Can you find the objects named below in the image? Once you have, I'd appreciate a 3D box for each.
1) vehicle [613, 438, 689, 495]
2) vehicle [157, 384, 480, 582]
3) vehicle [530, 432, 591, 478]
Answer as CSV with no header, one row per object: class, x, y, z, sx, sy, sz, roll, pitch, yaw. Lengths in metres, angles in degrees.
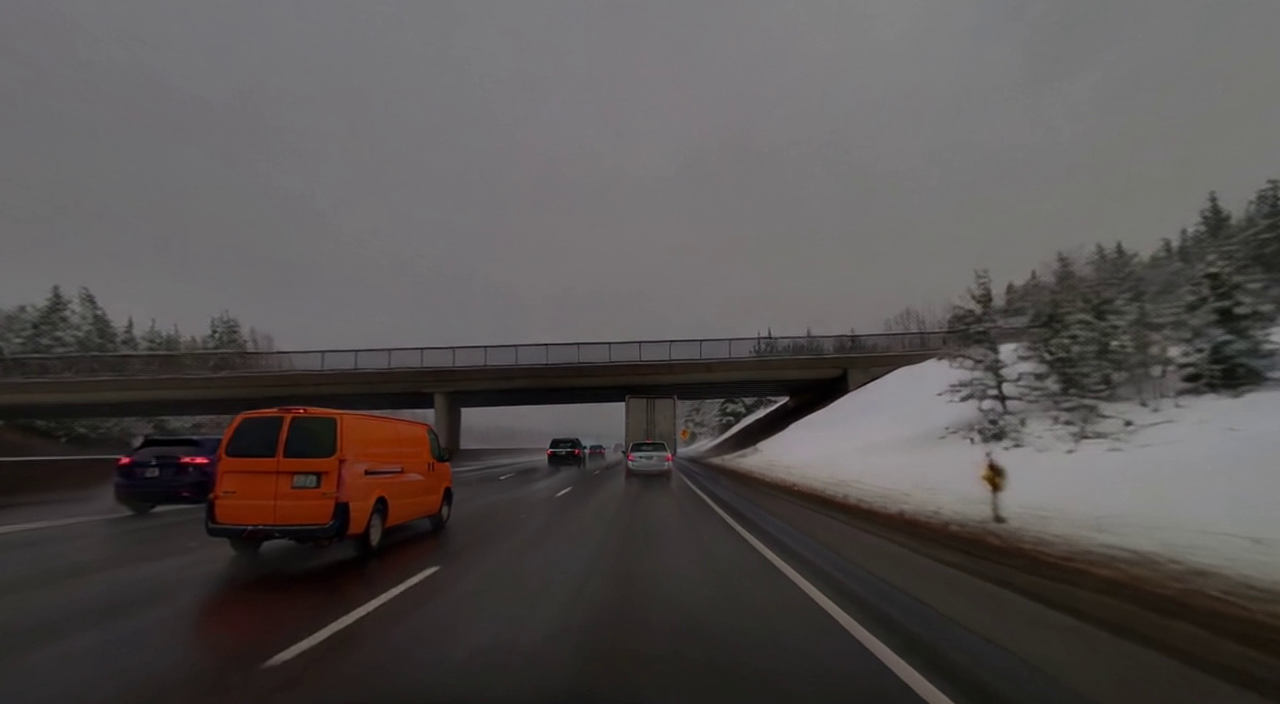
vehicle,0.274,3.288,18.364,1.991,1.507,3.391,0,-9,0
vehicle,-3.580,1.547,8.063,1.951,1.882,3.979,0,-9,1
vehicle,-3.380,4.509,27.740,2.068,1.862,4.234,0,-9,1
